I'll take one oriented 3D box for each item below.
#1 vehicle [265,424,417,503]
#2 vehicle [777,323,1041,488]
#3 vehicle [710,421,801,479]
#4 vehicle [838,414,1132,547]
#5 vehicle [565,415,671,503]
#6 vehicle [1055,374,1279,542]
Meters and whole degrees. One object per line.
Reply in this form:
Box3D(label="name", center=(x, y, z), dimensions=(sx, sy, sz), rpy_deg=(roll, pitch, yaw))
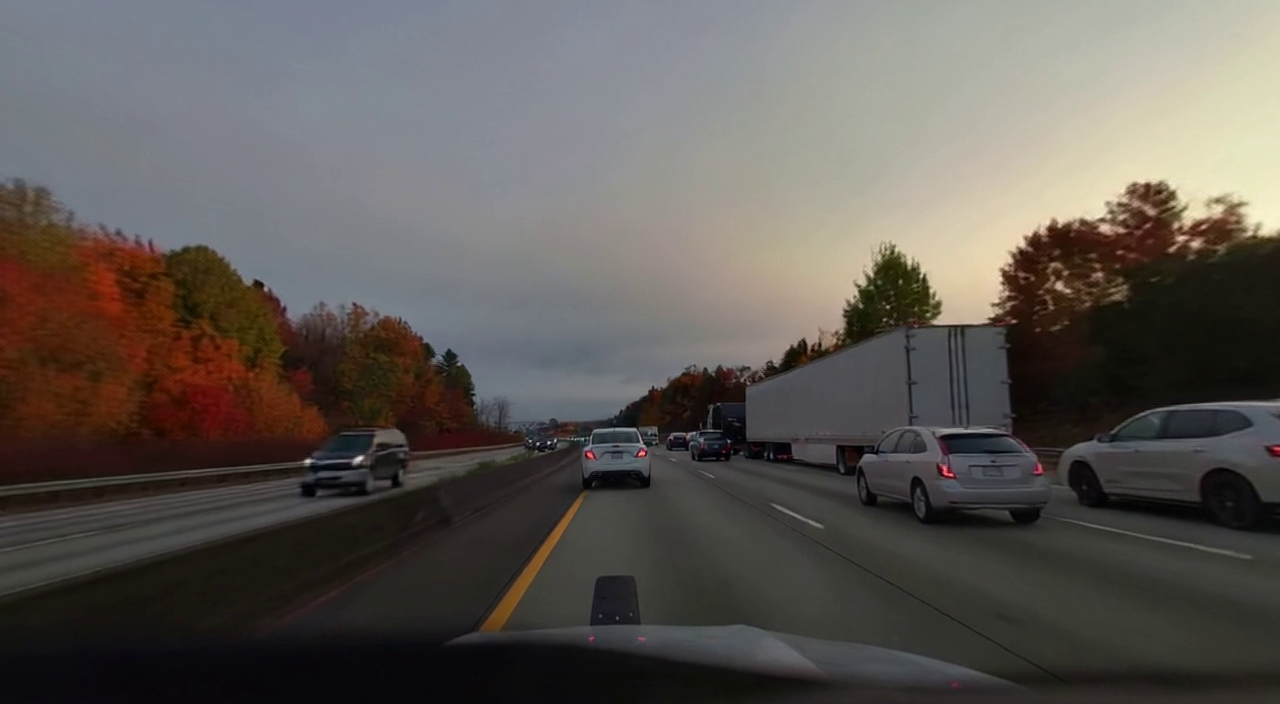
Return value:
Box3D(label="vehicle", center=(-8.054, 3.016, 17.511), dimensions=(2.152, 1.903, 4.339), rpy_deg=(0, -8, -1))
Box3D(label="vehicle", center=(8.188, 2.232, 22.662), dimensions=(2.908, 4.099, 14.103), rpy_deg=(0, -8, -2))
Box3D(label="vehicle", center=(3.648, 3.177, 20.674), dimensions=(2.147, 1.707, 3.963), rpy_deg=(0, -8, -2))
Box3D(label="vehicle", center=(4.659, 1.764, 9.380), dimensions=(2.040, 1.523, 4.068), rpy_deg=(0, -8, -1))
Box3D(label="vehicle", center=(-0.474, 2.416, 14.689), dimensions=(2.087, 1.709, 4.455), rpy_deg=(0, -8, -1))
Box3D(label="vehicle", center=(8.571, 1.445, 8.885), dimensions=(2.116, 1.965, 4.691), rpy_deg=(0, -8, -1))
